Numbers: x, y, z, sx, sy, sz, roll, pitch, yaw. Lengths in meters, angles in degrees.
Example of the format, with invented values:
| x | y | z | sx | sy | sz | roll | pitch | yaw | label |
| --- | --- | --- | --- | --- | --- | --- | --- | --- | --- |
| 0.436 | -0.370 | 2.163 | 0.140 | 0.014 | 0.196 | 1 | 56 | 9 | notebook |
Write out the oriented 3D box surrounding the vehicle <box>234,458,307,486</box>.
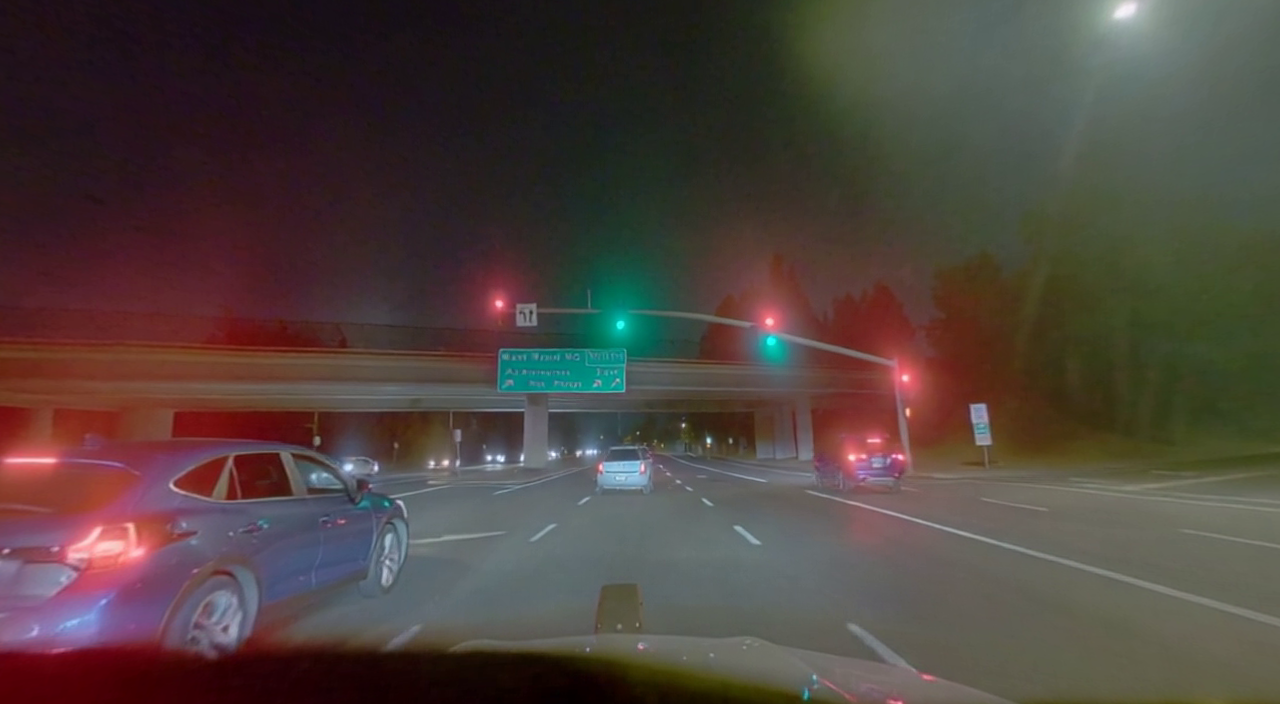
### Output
| x | y | z | sx | sy | sz | roll | pitch | yaw | label |
| --- | --- | --- | --- | --- | --- | --- | --- | --- | --- |
| -23.249 | 7.525 | 39.996 | 1.849 | 1.539 | 4.665 | 0 | -8 | -1 | vehicle |

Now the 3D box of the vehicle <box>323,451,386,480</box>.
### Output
| x | y | z | sx | sy | sz | roll | pitch | yaw | label |
| --- | --- | --- | --- | --- | --- | --- | --- | --- | --- |
| -19.255 | 7.632 | 42.832 | 1.990 | 1.789 | 4.973 | 0 | -8 | -1 | vehicle |

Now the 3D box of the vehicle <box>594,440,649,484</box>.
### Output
| x | y | z | sx | sy | sz | roll | pitch | yaw | label |
| --- | --- | --- | --- | --- | --- | --- | --- | --- | --- |
| -0.708 | 4.821 | 28.006 | 2.060 | 1.768 | 4.681 | -1 | -8 | 3 | vehicle |

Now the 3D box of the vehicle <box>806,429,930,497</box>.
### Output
| x | y | z | sx | sy | sz | roll | pitch | yaw | label |
| --- | --- | --- | --- | --- | --- | --- | --- | --- | --- |
| 6.683 | 3.286 | 19.114 | 2.074 | 1.785 | 4.320 | 0 | -8 | -1 | vehicle |
